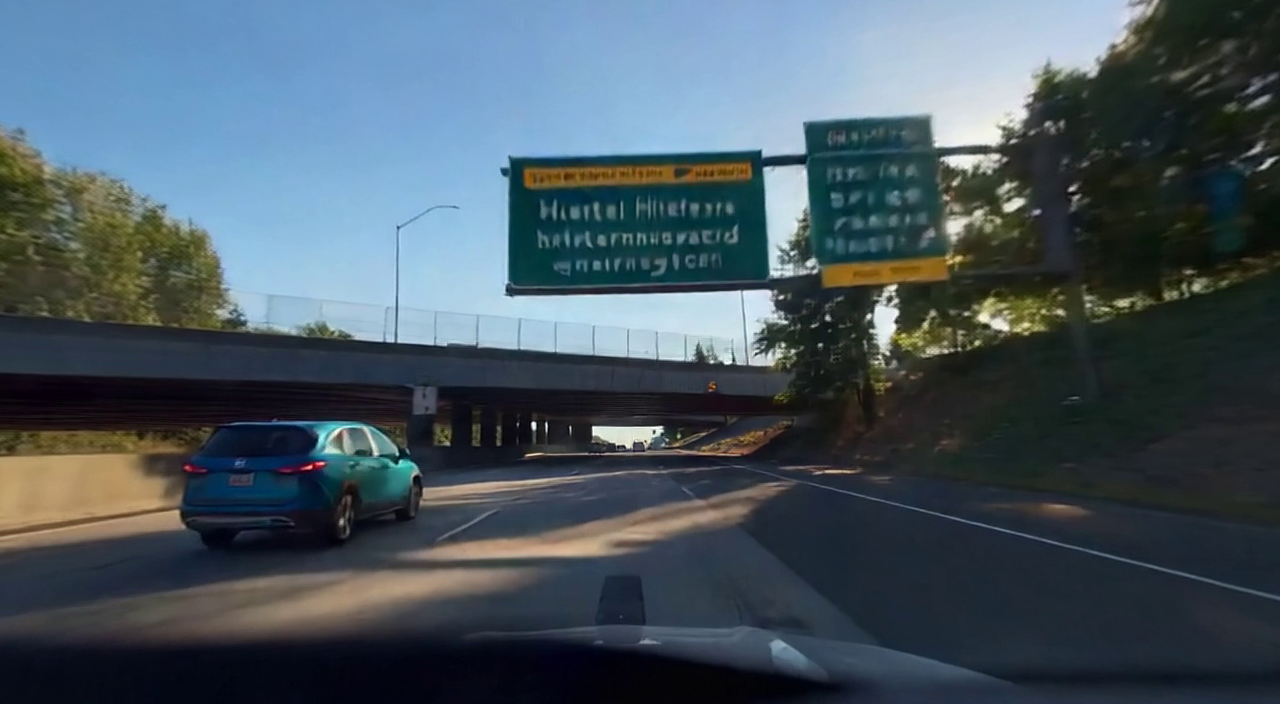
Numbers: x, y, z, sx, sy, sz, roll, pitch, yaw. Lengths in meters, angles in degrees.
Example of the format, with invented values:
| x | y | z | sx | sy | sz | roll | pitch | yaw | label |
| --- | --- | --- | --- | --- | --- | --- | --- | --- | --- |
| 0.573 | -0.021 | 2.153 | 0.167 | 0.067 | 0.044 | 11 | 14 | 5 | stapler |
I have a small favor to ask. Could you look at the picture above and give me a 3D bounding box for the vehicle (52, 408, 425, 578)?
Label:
| x | y | z | sx | sy | sz | roll | pitch | yaw | label |
| --- | --- | --- | --- | --- | --- | --- | --- | --- | --- |
| -4.734 | 1.703 | 8.448 | 2.125 | 1.662 | 4.336 | 0 | -8 | 0 | vehicle |
